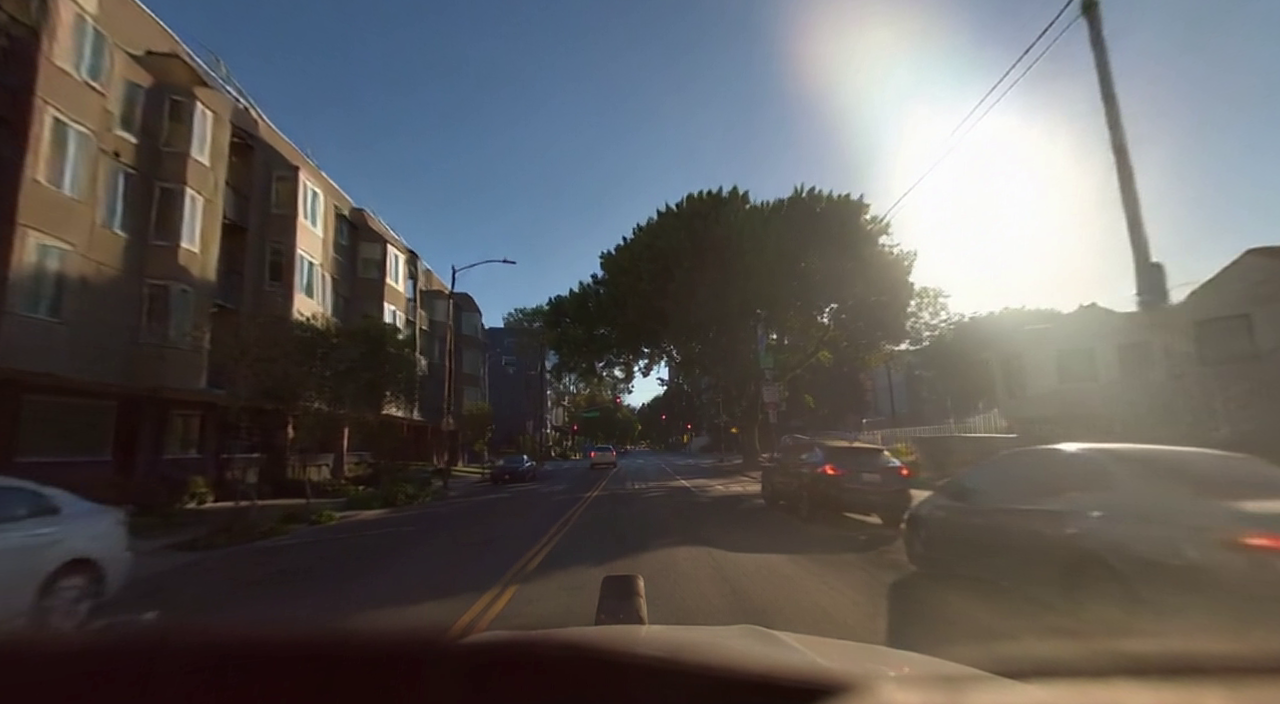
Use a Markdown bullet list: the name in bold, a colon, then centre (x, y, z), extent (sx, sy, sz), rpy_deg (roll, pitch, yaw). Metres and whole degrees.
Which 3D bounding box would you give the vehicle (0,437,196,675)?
- **vehicle**: centre (-5.929, 1.509, 4.525), extent (2.142, 1.775, 4.428), rpy_deg (0, -9, 2)

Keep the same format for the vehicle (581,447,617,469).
- **vehicle**: centre (-2.716, 7.141, 42.774), extent (2.029, 1.438, 4.313), rpy_deg (0, -9, 1)

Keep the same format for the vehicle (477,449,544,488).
- **vehicle**: centre (-5.773, 5.232, 28.629), extent (1.947, 1.473, 4.397), rpy_deg (-4, -9, 1)

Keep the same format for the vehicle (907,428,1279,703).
- **vehicle**: centre (4.086, 1.344, 4.625), extent (2.298, 1.458, 4.483), rpy_deg (0, -9, 0)

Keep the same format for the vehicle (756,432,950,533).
- **vehicle**: centre (4.015, 2.537, 13.004), extent (2.082, 1.662, 4.753), rpy_deg (0, -9, -4)
